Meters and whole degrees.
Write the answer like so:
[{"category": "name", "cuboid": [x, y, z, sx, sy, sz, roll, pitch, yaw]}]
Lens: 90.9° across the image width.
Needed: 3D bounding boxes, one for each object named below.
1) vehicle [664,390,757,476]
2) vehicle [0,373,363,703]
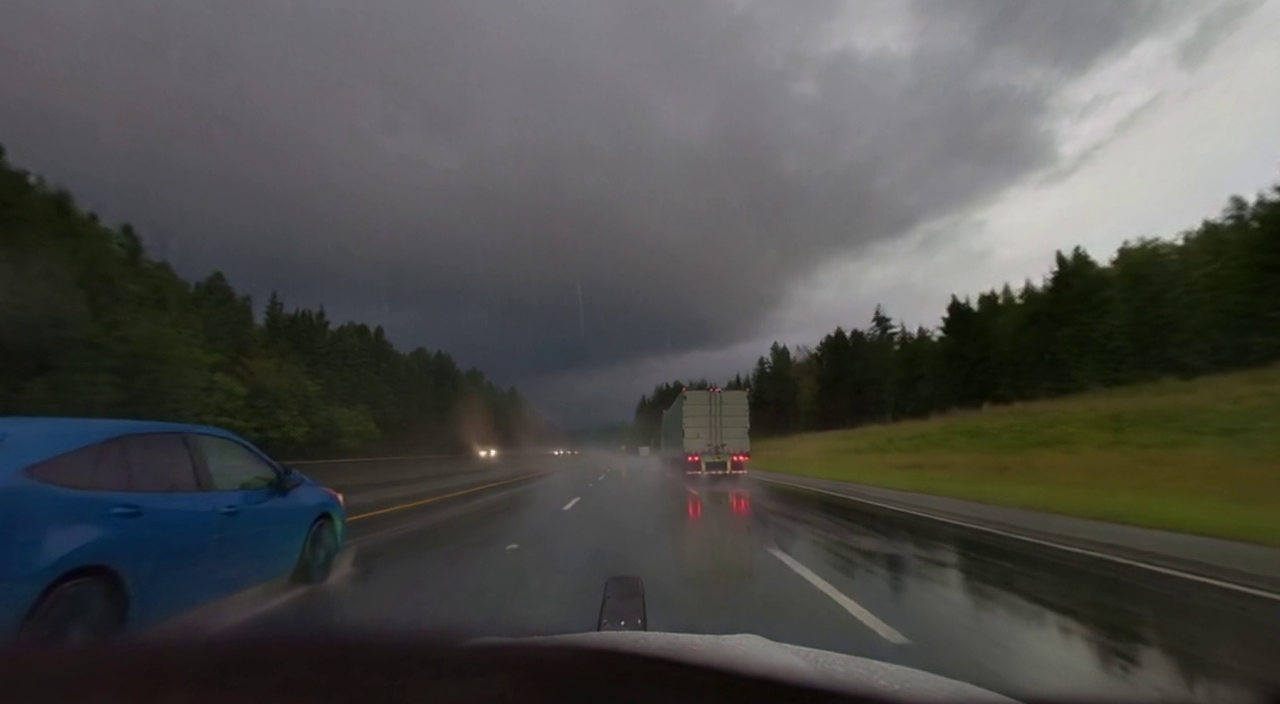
[{"category": "vehicle", "cuboid": [3.795, 5.355, 39.879, 3.532, 4.201, 17.611, 0, -9, -1]}, {"category": "vehicle", "cuboid": [-4.058, 1.197, 4.550, 2.115, 1.670, 4.261, 0, -9, 0]}]
